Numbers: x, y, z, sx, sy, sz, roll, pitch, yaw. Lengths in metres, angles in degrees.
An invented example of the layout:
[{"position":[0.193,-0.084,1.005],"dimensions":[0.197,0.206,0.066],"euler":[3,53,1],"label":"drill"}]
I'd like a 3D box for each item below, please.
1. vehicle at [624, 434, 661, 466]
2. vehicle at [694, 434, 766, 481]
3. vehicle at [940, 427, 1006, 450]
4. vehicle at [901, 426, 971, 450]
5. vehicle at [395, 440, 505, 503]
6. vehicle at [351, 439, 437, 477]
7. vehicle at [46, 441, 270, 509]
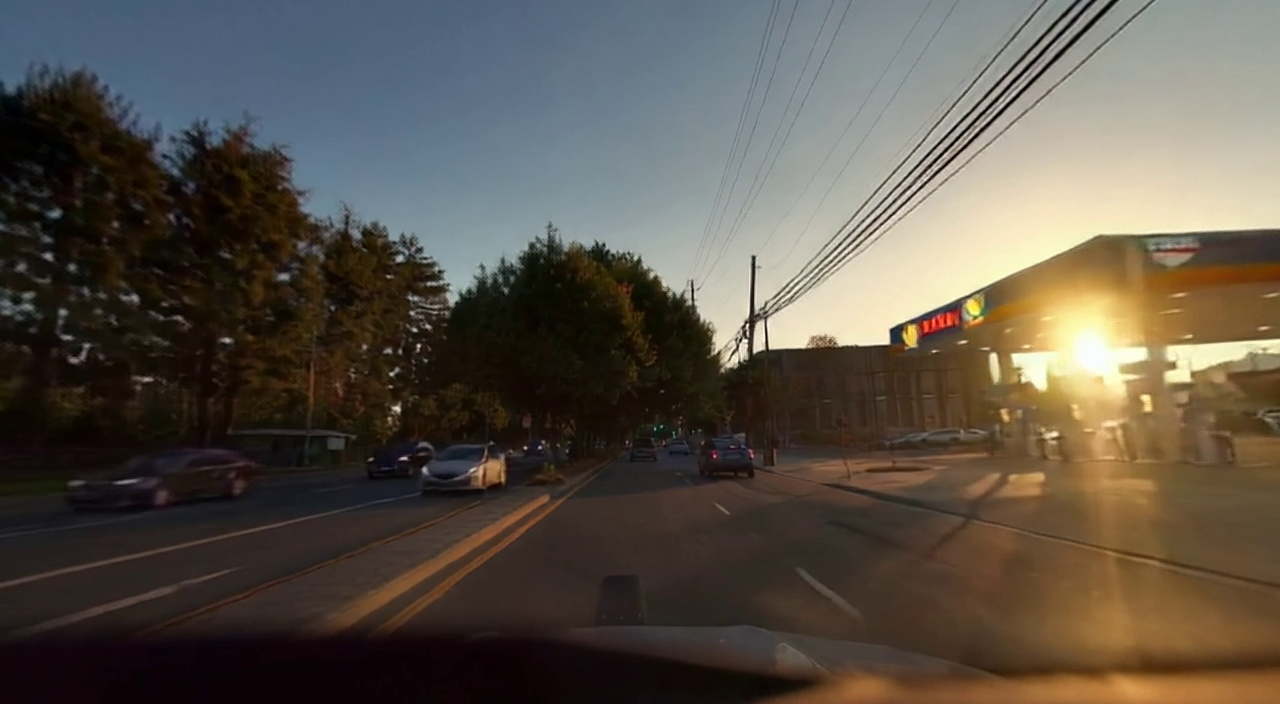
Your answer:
[{"position":[0.115,5.995,38.858],"dimensions":[2.163,1.825,4.073],"euler":[0,-8,0],"label":"vehicle"},{"position":[3.335,4.026,24.344],"dimensions":[1.990,1.592,4.294],"euler":[0,-8,-2],"label":"vehicle"},{"position":[26.221,6.860,49.925],"dimensions":[1.970,1.691,4.262],"euler":[3,-9,-22],"label":"vehicle"},{"position":[23.248,6.803,49.808],"dimensions":[2.187,1.757,4.663],"euler":[3,-9,-22],"label":"vehicle"},{"position":[-4.930,3.129,16.959],"dimensions":[1.816,1.484,3.629],"euler":[0,-8,0],"label":"vehicle"},{"position":[-11.612,5.023,30.194],"dimensions":[2.186,1.607,4.488],"euler":[-1,-8,1],"label":"vehicle"},{"position":[-12.488,3.182,16.937],"dimensions":[2.264,1.515,4.718],"euler":[-1,-8,1],"label":"vehicle"}]
